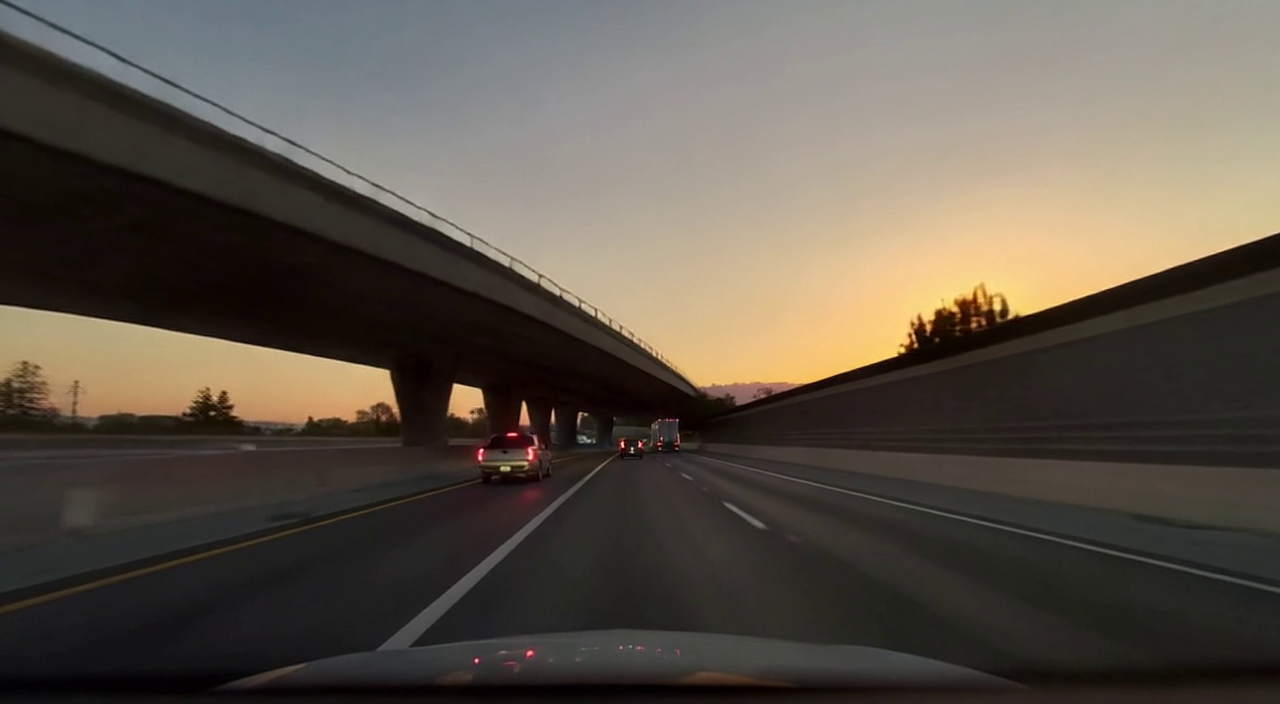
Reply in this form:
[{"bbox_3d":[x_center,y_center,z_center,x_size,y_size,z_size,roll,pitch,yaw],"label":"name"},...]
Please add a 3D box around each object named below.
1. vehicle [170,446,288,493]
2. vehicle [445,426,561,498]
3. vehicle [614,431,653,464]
[{"bbox_3d":[-18.011,5.112,27.908,2.099,1.847,4.724,0,-8,-1],"label":"vehicle"},{"bbox_3d":[-3.703,3.060,18.008,2.326,1.761,4.450,0,-8,0],"label":"vehicle"},{"bbox_3d":[-0.462,6.397,42.252,2.456,2.007,4.728,0,-8,-2],"label":"vehicle"}]
